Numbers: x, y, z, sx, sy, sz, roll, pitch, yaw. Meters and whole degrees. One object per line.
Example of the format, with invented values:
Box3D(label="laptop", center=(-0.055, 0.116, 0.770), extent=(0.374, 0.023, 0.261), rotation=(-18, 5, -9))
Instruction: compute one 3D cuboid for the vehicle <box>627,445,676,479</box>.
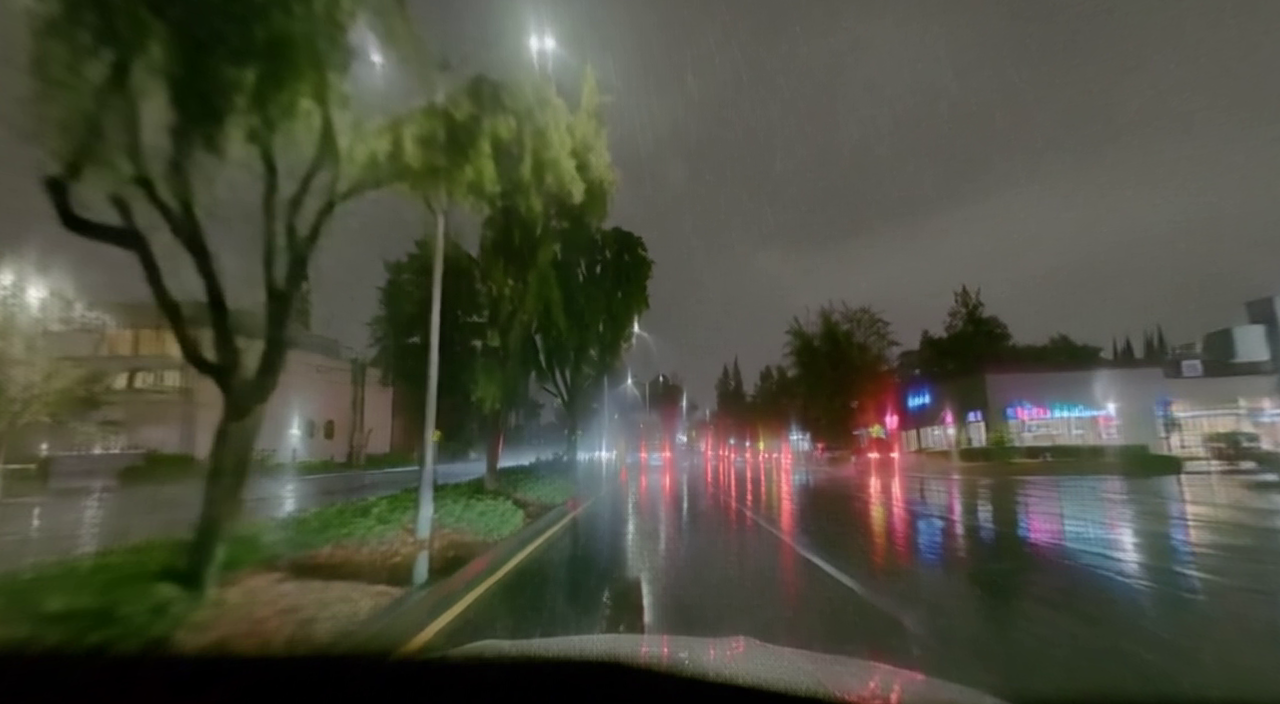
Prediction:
Box3D(label="vehicle", center=(0.607, 5.029, 29.244), extent=(2.095, 1.456, 3.873), rotation=(-1, -8, 4))
